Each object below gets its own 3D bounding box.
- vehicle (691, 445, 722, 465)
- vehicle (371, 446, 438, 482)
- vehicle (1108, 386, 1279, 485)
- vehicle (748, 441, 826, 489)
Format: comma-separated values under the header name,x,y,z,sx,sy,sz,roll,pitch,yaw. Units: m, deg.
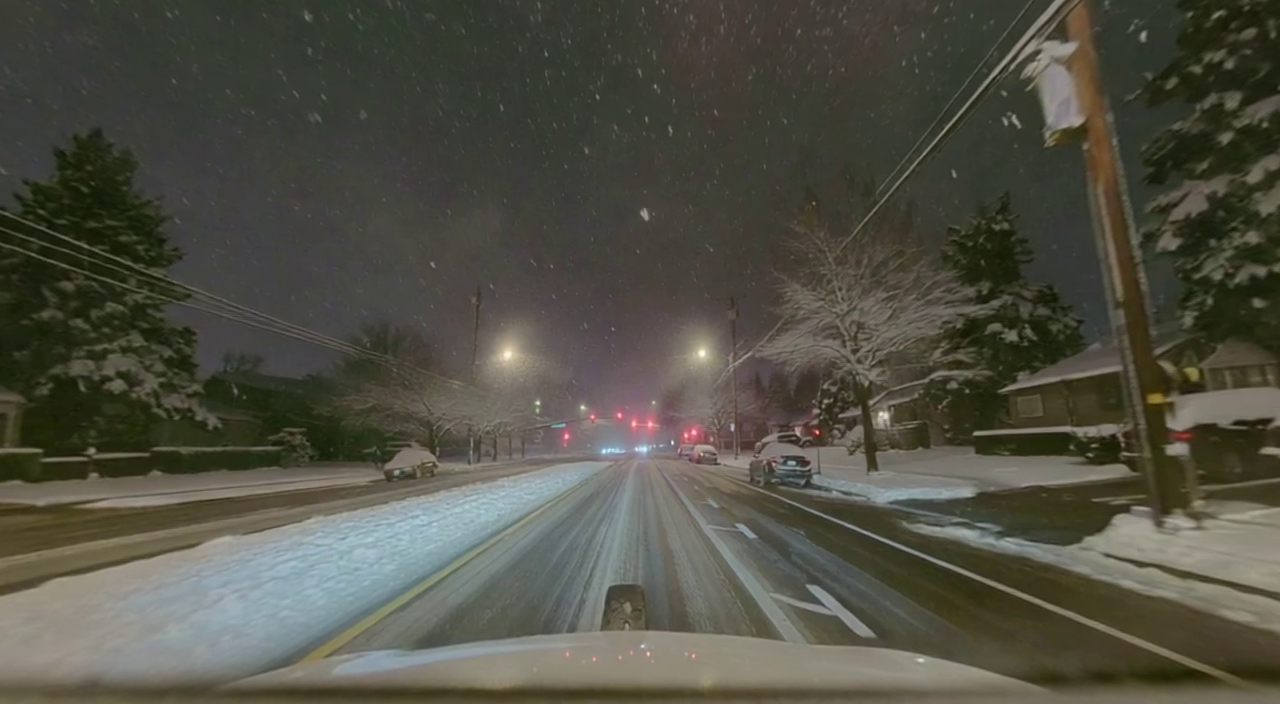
name,x,y,z,sx,sy,sz,roll,pitch,yaw
vehicle,5.167,8.048,49.511,1.881,1.435,4.525,0,-8,-1
vehicle,-12.006,5.710,32.473,2.000,1.523,4.226,-1,-6,-2
vehicle,13.288,1.634,13.253,4.712,1.775,2.502,-5,-8,4
vehicle,5.074,3.929,22.249,1.803,1.517,3.738,0,-8,-1
